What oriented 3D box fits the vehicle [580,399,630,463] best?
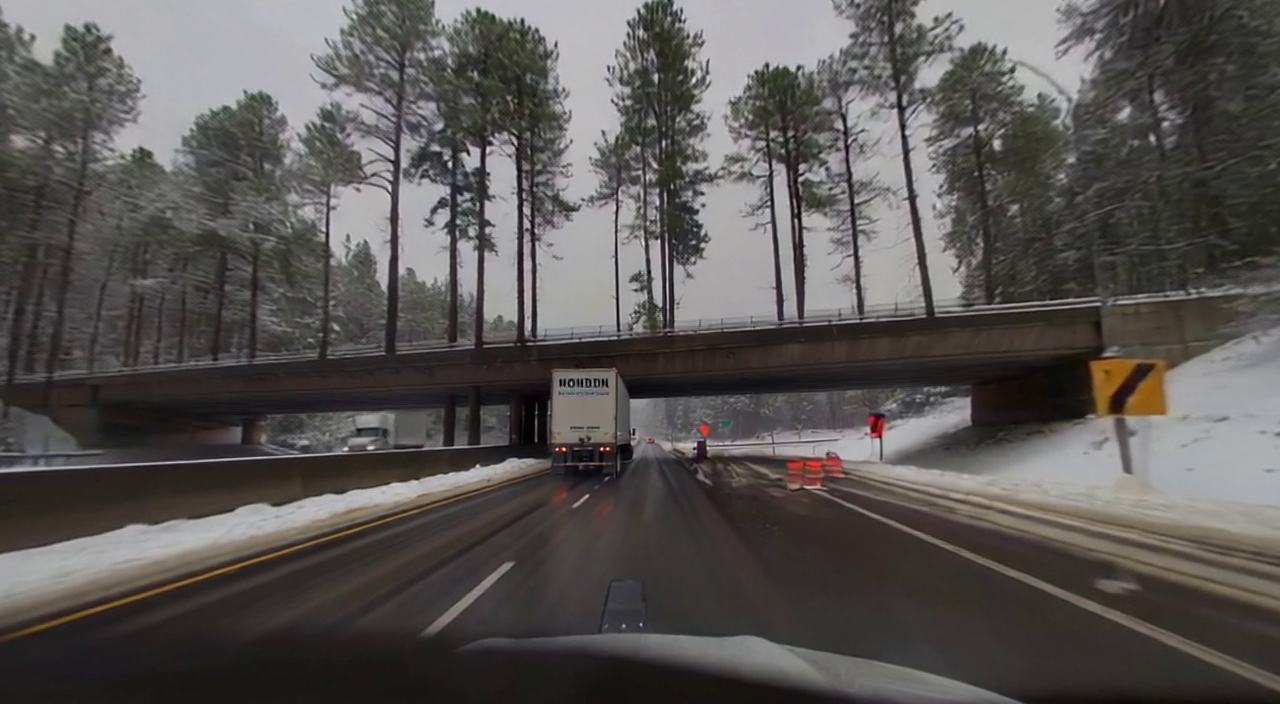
[{"bbox_3d":[-2.319,5.822,45.692,2.845,4.049,10.214,0,-8,1],"label":"vehicle"}]

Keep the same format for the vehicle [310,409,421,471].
[{"bbox_3d":[-16.655,5.468,39.123,2.971,3.438,8.346,0,-8,1],"label":"vehicle"}]
